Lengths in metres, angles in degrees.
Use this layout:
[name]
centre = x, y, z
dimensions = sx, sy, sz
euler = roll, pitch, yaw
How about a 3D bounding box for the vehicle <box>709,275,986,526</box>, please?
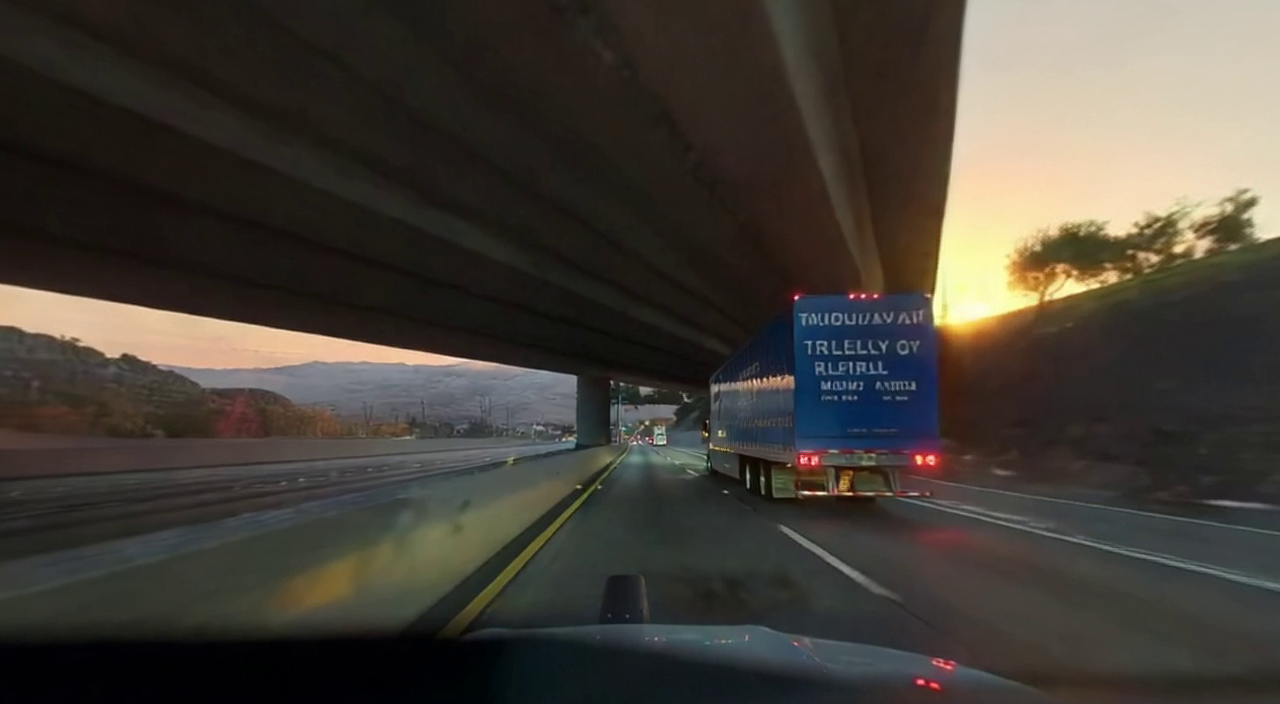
[vehicle]
centre = 4.080, 1.736, 17.263
dimensions = 3.006, 4.093, 14.142
euler = 0, -8, 1
